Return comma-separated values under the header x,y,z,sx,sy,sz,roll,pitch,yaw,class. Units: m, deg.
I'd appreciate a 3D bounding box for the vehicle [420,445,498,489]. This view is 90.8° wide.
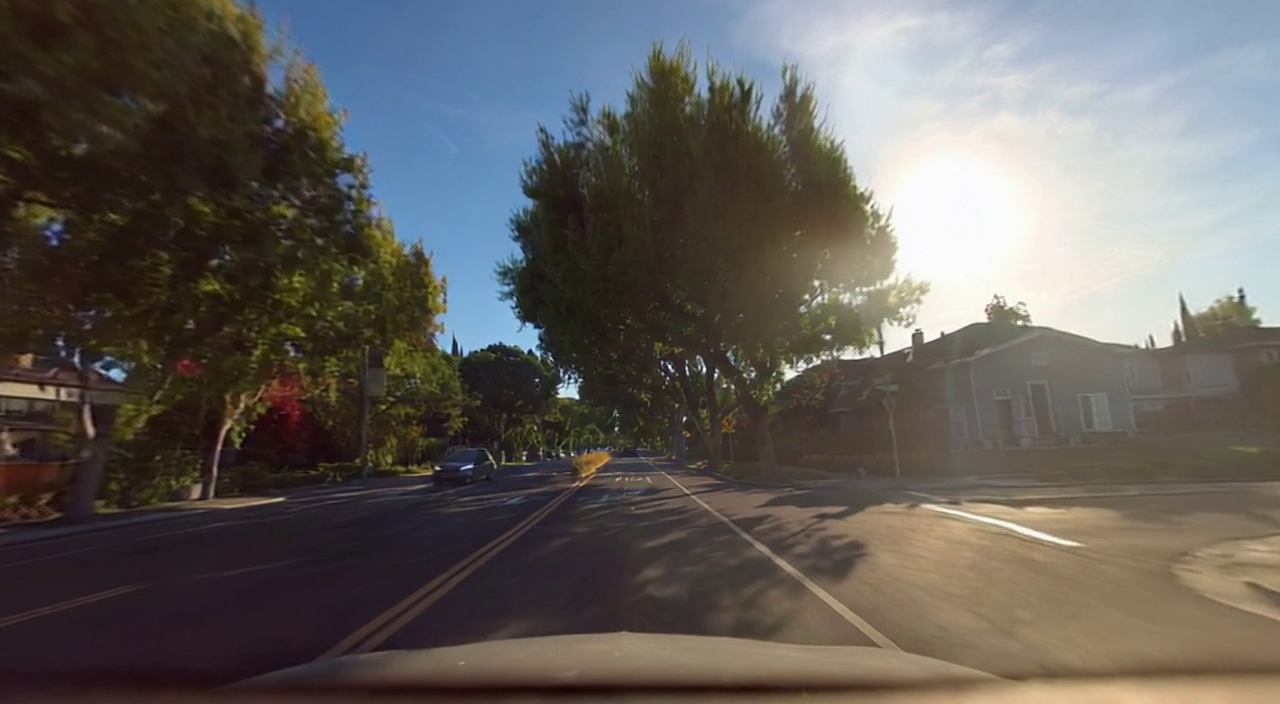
x,y,z,sx,sy,sz,roll,pitch,yaw,class
-7.390,4.734,26.285,1.994,1.646,4.276,0,-9,0,vehicle
